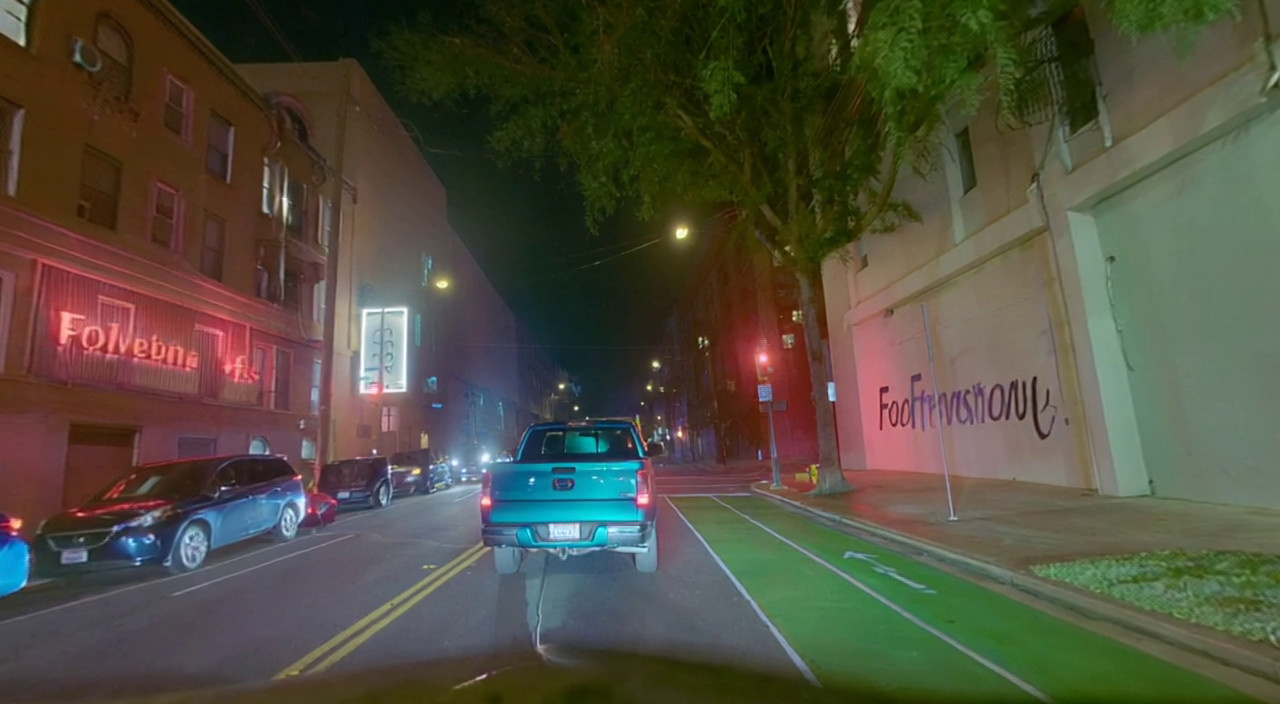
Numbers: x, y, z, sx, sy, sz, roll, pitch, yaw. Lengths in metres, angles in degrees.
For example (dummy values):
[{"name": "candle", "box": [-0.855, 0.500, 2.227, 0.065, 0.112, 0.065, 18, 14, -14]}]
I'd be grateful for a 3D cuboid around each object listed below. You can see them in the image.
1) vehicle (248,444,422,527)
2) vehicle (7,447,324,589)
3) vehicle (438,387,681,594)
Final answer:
[{"name": "vehicle", "box": [-7.399, 3.227, 16.069, 1.884, 1.730, 5.076, 0, -8, 0]}, {"name": "vehicle", "box": [-7.208, 2.456, 10.383, 1.882, 1.686, 4.489, -2, -8, -3]}, {"name": "vehicle", "box": [-0.711, 1.607, 8.169, 2.215, 1.882, 4.611, 0, -8, 1]}]
